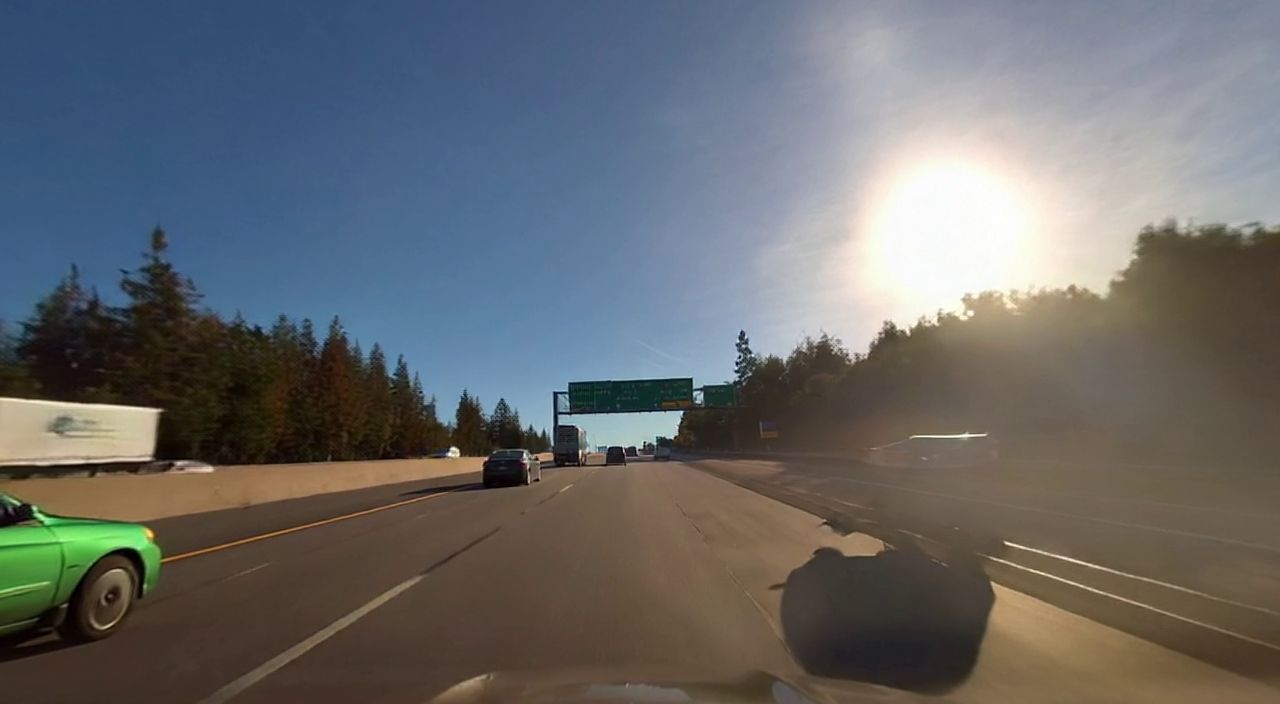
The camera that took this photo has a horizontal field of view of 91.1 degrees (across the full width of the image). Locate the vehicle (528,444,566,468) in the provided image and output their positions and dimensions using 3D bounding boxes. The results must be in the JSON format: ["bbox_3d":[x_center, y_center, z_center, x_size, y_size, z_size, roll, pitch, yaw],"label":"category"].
[{"bbox_3d":[-5.809,6.549,39.720,1.814,1.417,3.860,0,-9,0],"label":"vehicle"}]

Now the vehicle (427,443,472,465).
[{"bbox_3d":[-14.645,7.850,48.616,2.121,1.609,4.678,0,-9,-1],"label":"vehicle"}]

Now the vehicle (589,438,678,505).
[{"bbox_3d":[-0.182,2.892,15.578,1.940,1.451,3.512,0,-9,-1],"label":"vehicle"}]

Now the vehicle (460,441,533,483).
[{"bbox_3d":[-5.509,4.263,24.667,1.892,1.481,4.180,0,-9,-1],"label":"vehicle"}]

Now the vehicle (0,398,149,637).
[{"bbox_3d":[-5.398,1.019,3.511,2.058,1.626,4.118,0,-9,-2],"label":"vehicle"}]
